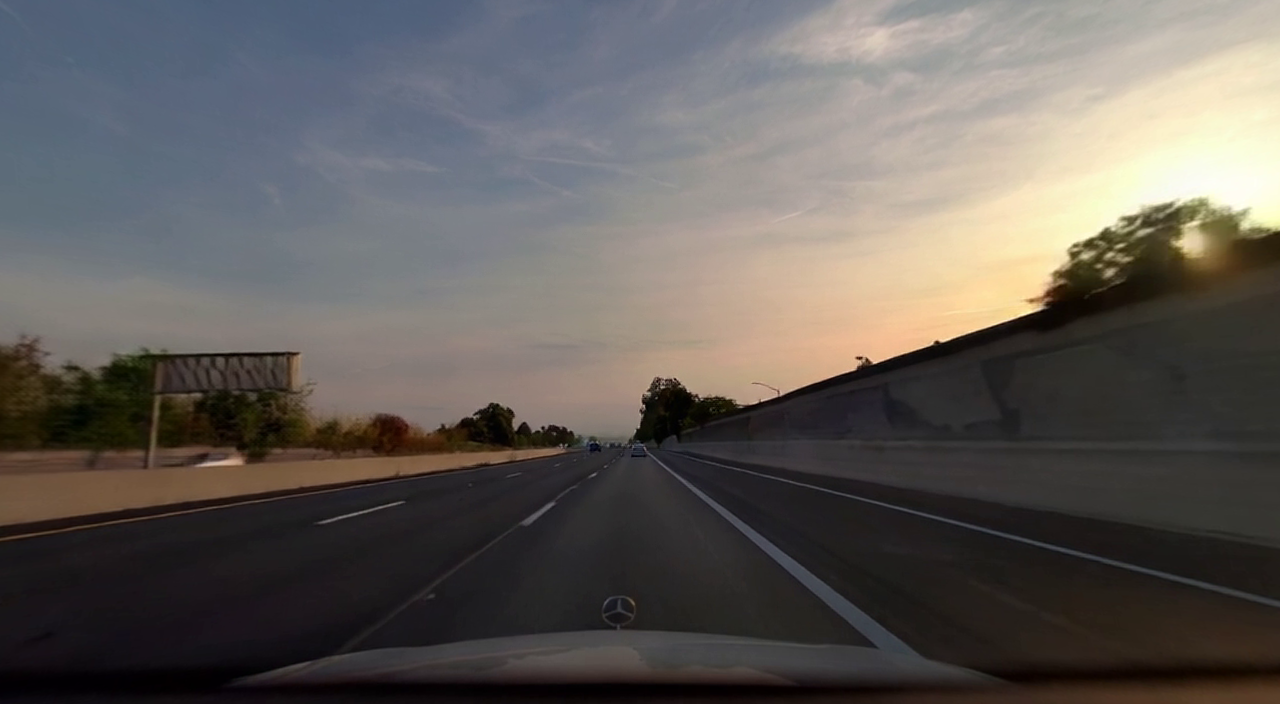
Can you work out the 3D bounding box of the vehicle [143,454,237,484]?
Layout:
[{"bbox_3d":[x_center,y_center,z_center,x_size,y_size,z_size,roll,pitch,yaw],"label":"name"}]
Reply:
[{"bbox_3d":[-25.071,6.507,35.422,1.833,1.487,4.643,0,-8,0],"label":"vehicle"}]
